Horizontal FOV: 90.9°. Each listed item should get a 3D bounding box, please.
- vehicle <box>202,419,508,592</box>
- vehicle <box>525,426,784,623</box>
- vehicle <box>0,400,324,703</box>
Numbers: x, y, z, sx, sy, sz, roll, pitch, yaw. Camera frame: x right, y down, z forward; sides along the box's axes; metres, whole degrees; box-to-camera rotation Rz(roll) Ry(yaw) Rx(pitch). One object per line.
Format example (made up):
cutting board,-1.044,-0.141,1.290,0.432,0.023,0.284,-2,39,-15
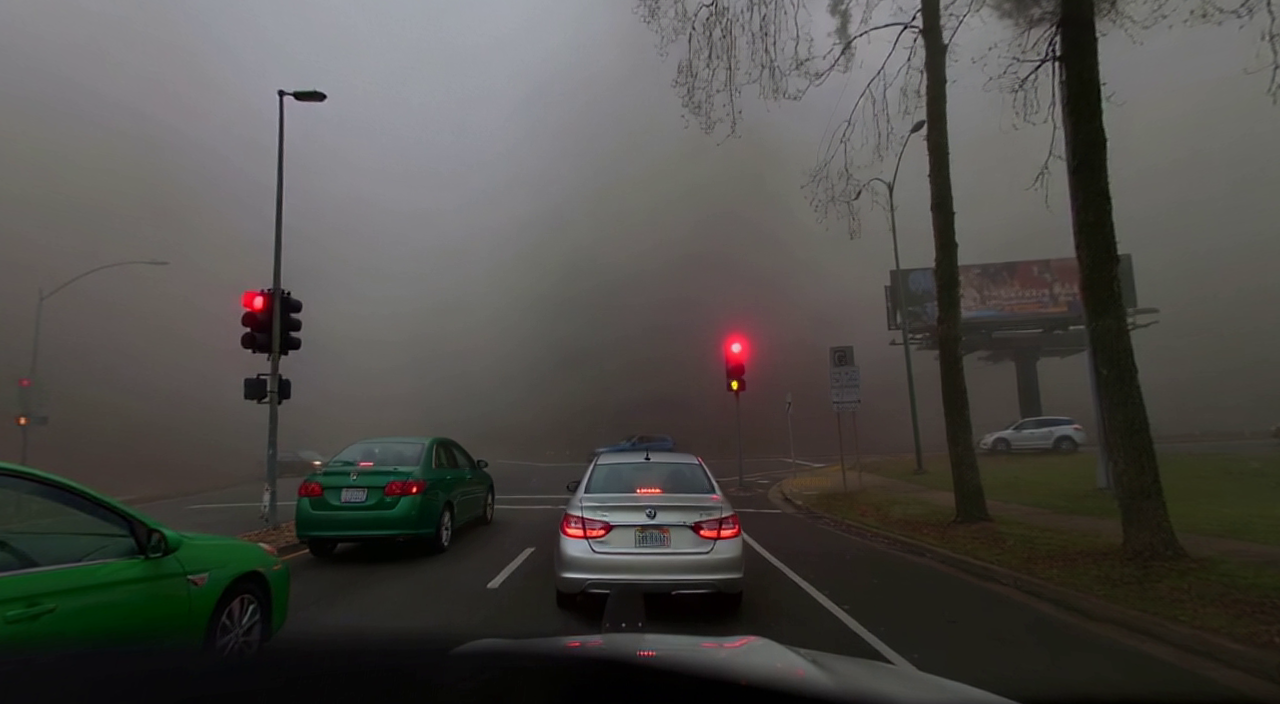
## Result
vehicle,-3.164,1.790,8.132,1.950,1.628,4.082,-1,-9,1
vehicle,0.046,1.585,6.621,1.977,1.467,3.474,0,-9,-2
vehicle,-3.146,0.975,2.415,1.808,1.520,3.846,-1,-9,1
